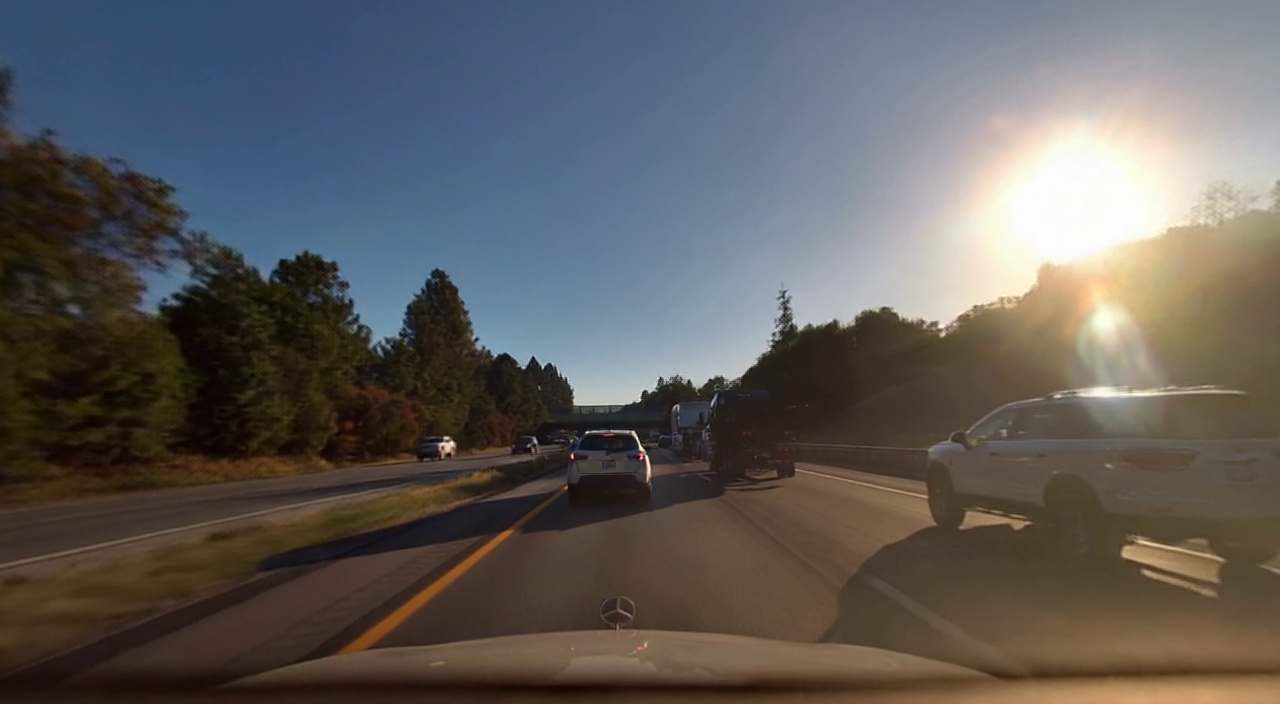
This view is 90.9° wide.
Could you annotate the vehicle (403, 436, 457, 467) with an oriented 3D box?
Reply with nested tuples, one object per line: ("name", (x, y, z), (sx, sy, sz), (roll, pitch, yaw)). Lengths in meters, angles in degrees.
("vehicle", (-13.440, 6.370, 40.629), (1.949, 1.833, 4.237), (0, -8, 1))

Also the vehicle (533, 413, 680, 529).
("vehicle", (-0.505, 1.958, 11.026), (2.082, 1.638, 4.055), (0, -8, -1))

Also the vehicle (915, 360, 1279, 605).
("vehicle", (4.938, 1.263, 6.918), (2.011, 1.905, 3.905), (0, -8, 0))

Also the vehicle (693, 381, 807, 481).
("vehicle", (3.720, 2.960, 23.550), (2.723, 3.027, 8.478), (0, -8, 0))

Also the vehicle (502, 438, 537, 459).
("vehicle", (-8.829, 7.059, 46.312), (1.756, 1.446, 3.661), (0, -8, 2))
